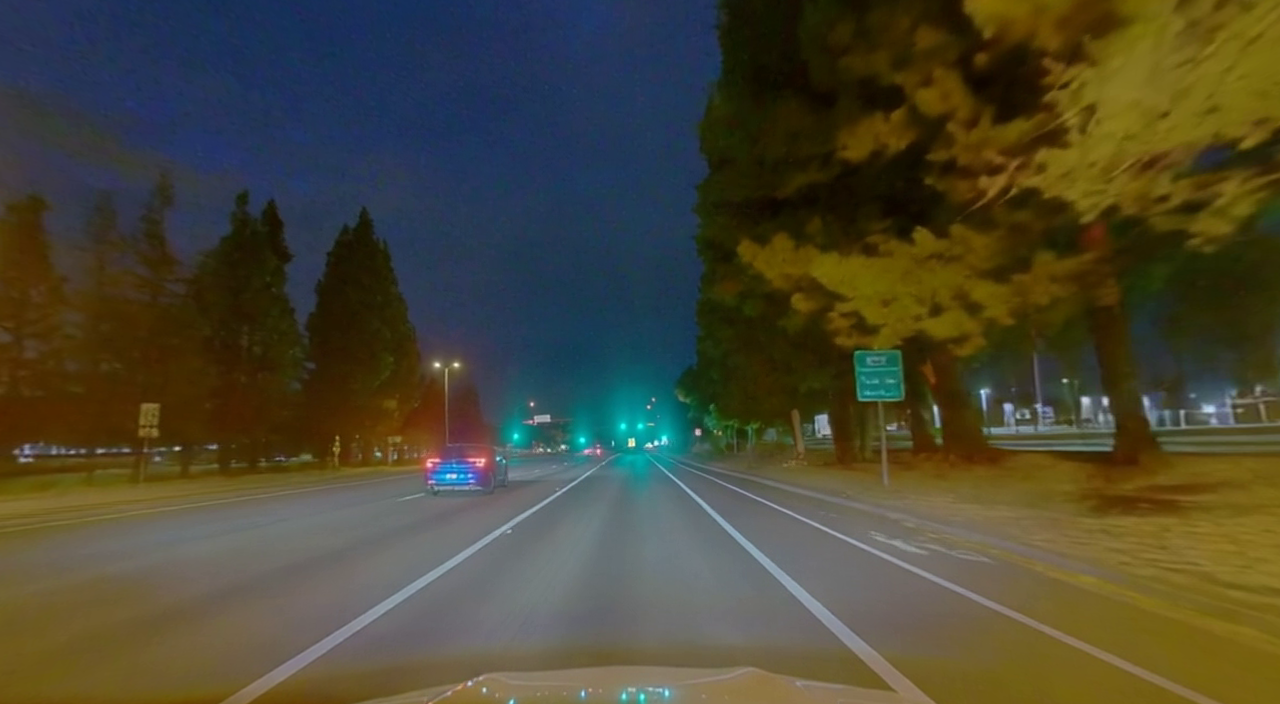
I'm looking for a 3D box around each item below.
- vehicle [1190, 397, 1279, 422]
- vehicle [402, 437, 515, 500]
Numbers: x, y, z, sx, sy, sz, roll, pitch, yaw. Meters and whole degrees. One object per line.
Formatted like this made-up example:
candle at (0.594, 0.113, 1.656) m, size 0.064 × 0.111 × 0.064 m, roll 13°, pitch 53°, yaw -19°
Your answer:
vehicle at (46.481, 4.534, 49.273) m, size 1.860 × 1.607 × 4.938 m, roll 4°, pitch -9°, yaw -29°
vehicle at (-4.723, 3.065, 17.123) m, size 1.964 × 1.472 × 4.078 m, roll 0°, pitch -8°, yaw -2°
